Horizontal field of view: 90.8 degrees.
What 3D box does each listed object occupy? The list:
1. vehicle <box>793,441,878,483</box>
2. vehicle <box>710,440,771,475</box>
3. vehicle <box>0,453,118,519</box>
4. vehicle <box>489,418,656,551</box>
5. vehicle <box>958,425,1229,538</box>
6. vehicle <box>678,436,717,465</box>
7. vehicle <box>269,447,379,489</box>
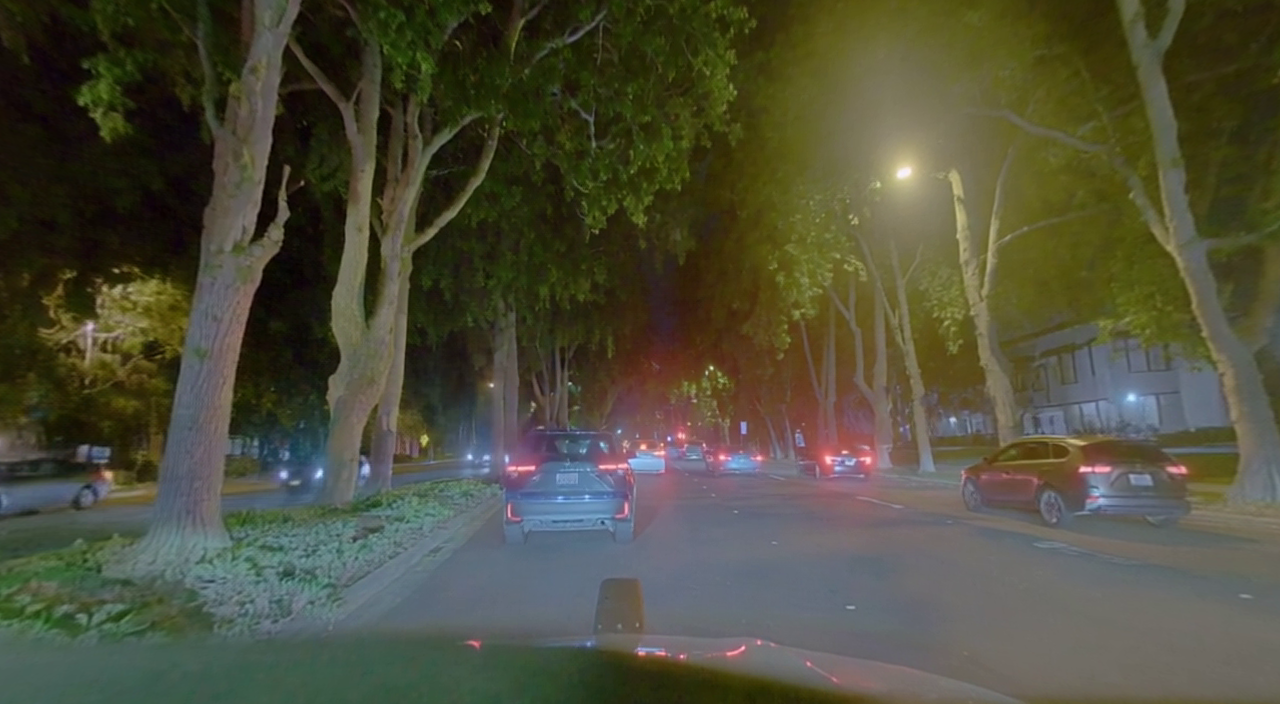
[{"bbox_3d":[7.468,4.237,24.646,1.977,1.485,4.308,0,-8,1],"label":"vehicle"},{"bbox_3d":[4.524,4.822,29.061,2.175,1.477,4.520,0,-8,2],"label":"vehicle"},{"bbox_3d":[-15.808,3.275,15.610,1.900,1.467,4.609,0,-8,0],"label":"vehicle"},{"bbox_3d":[-1.022,1.955,9.951,2.106,1.655,3.717,1,-8,-6],"label":"vehicle"},{"bbox_3d":[8.077,2.307,11.944,2.168,1.709,4.289,-1,-8,5],"label":"vehicle"},{"bbox_3d":[3.791,6.610,42.533,2.114,1.846,4.659,0,-8,-1],"label":"vehicle"},{"bbox_3d":[-12.192,4.486,24.745,1.981,1.463,4.395,0,-8,1],"label":"vehicle"}]
